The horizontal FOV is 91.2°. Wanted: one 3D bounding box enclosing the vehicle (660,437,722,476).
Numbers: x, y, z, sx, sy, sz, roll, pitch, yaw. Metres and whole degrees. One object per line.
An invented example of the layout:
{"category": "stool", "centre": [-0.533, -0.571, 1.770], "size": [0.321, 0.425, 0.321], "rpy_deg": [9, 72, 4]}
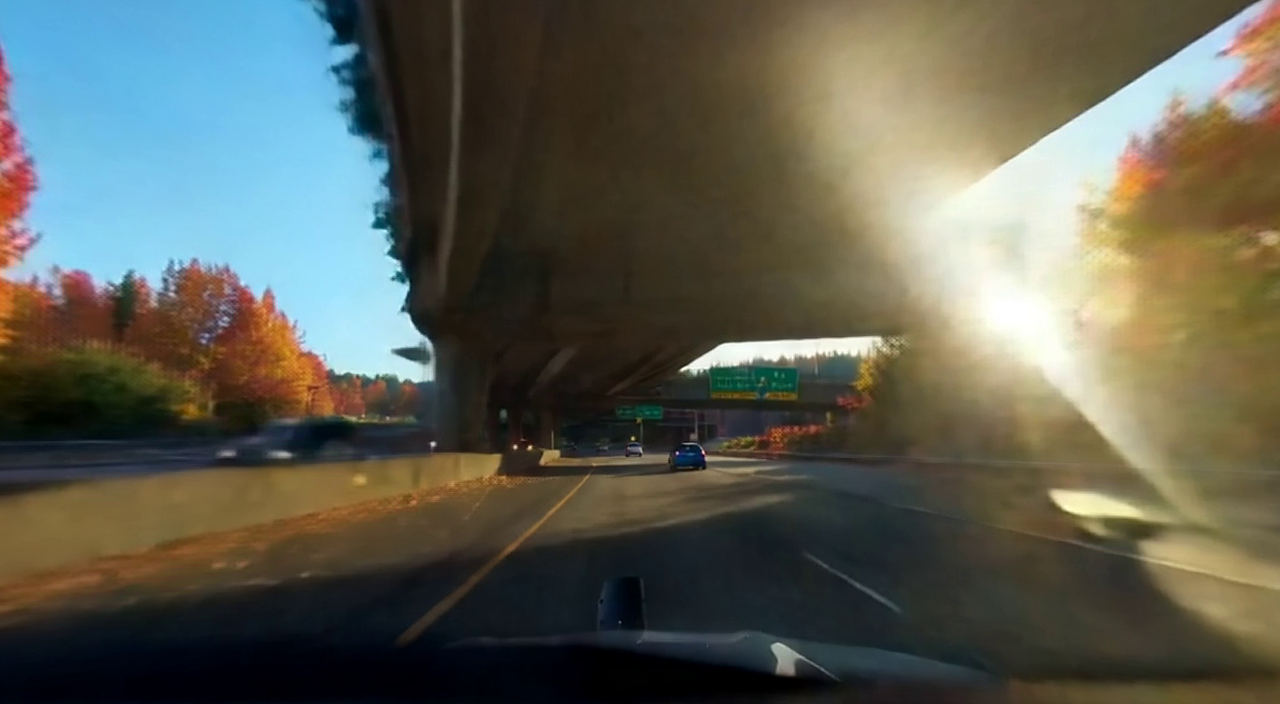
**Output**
{"category": "vehicle", "centre": [2.256, 4.815, 28.930], "size": [2.337, 1.633, 4.222], "rpy_deg": [0, -9, -2]}

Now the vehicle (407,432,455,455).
{"category": "vehicle", "centre": [-14.660, 6.455, 44.159], "size": [1.983, 1.522, 4.458], "rpy_deg": [0, -9, -2]}

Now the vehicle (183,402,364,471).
{"category": "vehicle", "centre": [-9.176, 2.235, 16.265], "size": [2.075, 1.502, 4.483], "rpy_deg": [0, -9, -1]}
